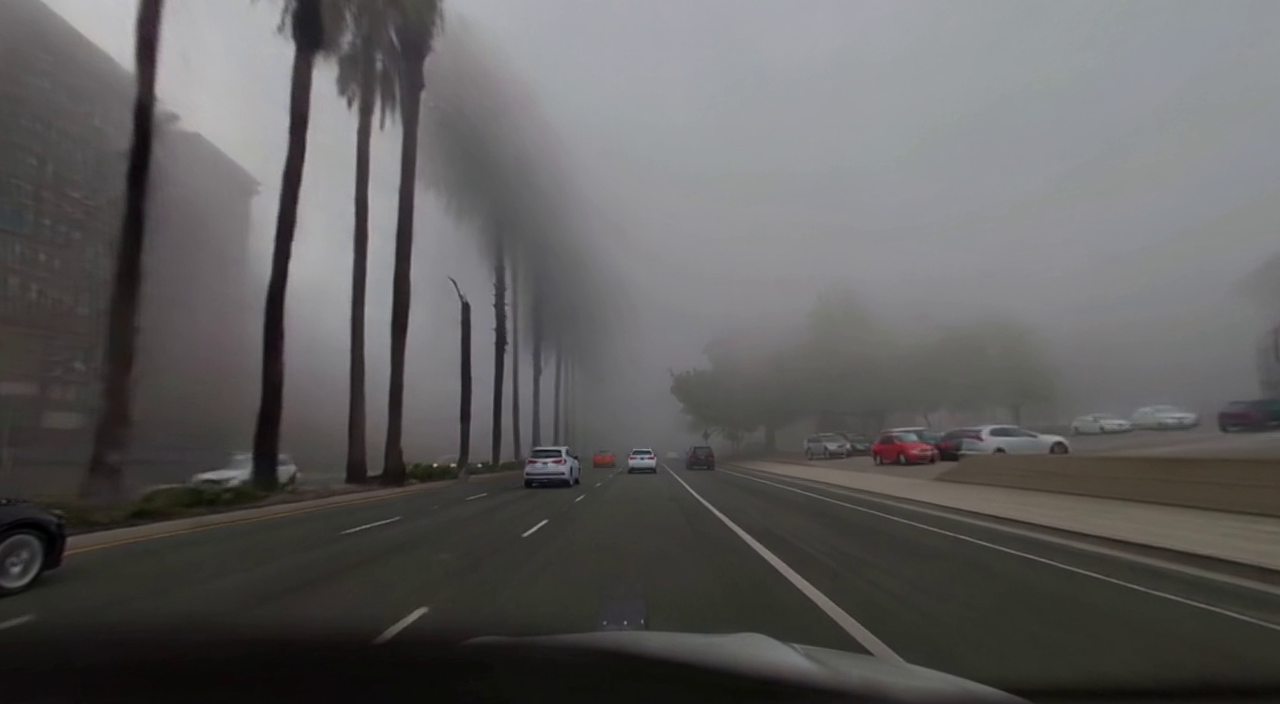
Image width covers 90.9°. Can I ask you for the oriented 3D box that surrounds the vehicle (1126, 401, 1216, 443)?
[{"bbox_3d":[23.327,3.060,27.634,4.049,1.503,1.847,2,-12,-36],"label":"vehicle"}]

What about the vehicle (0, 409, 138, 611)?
[{"bbox_3d":[-6.583,1.234,4.587,2.030,1.730,4.506,0,-9,1],"label":"vehicle"}]

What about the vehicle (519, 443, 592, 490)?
[{"bbox_3d":[-2.921,4.076,22.786,1.908,1.505,4.369,0,-9,2],"label":"vehicle"}]

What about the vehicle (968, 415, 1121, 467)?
[{"bbox_3d":[12.747,2.796,19.824,4.749,1.457,1.806,3,-11,-28],"label":"vehicle"}]

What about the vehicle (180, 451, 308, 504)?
[{"bbox_3d":[-14.247,4.499,23.037,1.841,1.697,4.289,0,-9,1],"label":"vehicle"}]

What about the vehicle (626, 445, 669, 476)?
[{"bbox_3d":[0.380,5.670,33.211,2.147,1.507,3.953,0,-9,1],"label":"vehicle"}]

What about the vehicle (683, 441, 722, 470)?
[{"bbox_3d":[4.076,6.838,41.808,2.108,1.785,4.334,0,-9,-1],"label":"vehicle"}]

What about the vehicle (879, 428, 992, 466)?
[{"bbox_3d":[12.151,3.920,25.924,4.284,1.450,1.927,5,-10,-28],"label":"vehicle"}]

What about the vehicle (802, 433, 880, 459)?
[{"bbox_3d":[12.322,5.785,38.606,4.378,1.463,1.824,5,-9,-23],"label":"vehicle"}]

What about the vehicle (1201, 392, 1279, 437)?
[{"bbox_3d":[23.324,2.442,23.950,4.576,1.511,1.801,6,-10,-34],"label":"vehicle"}]

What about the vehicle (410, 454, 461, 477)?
[{"bbox_3d":[-14.023,7.822,43.572,1.923,1.454,4.520,0,-9,1],"label":"vehicle"}]
